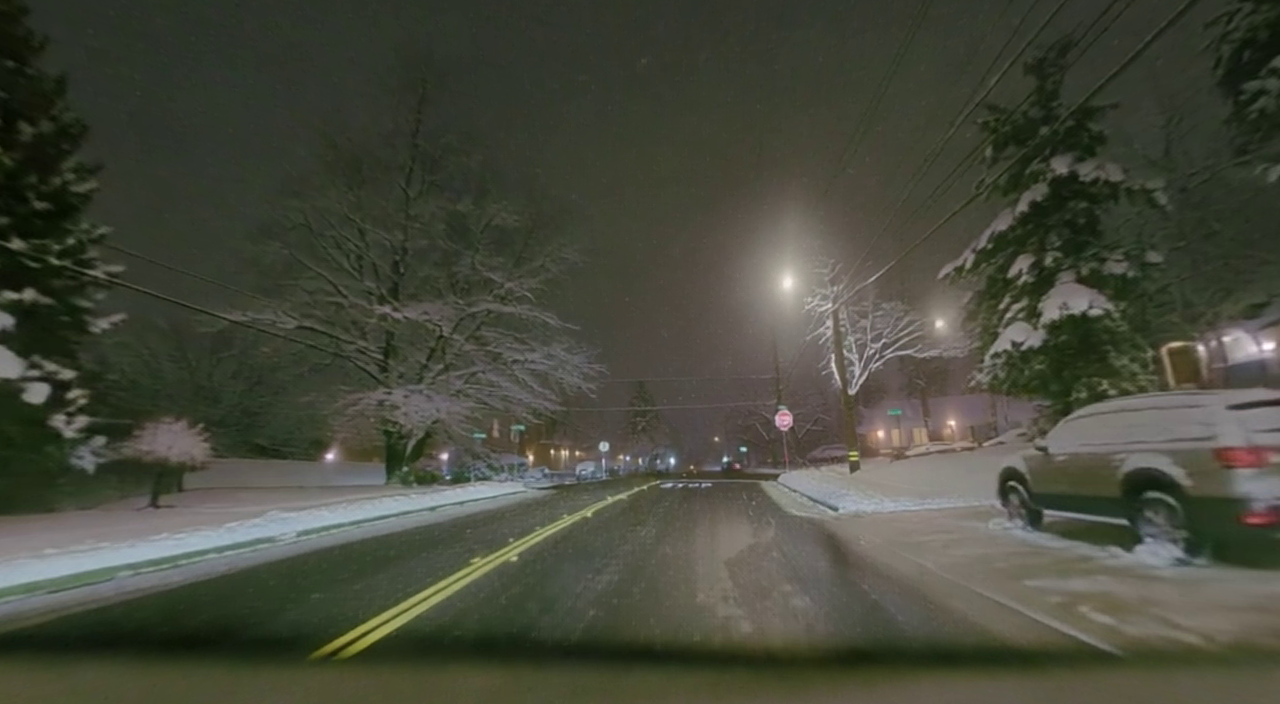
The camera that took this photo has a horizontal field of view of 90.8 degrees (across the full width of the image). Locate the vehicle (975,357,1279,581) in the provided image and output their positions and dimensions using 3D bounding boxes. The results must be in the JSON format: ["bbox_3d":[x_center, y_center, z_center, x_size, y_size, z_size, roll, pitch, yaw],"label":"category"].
[{"bbox_3d":[6.489,1.315,7.670,2.163,1.885,4.804,-1,-8,0],"label":"vehicle"}]

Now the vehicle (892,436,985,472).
[{"bbox_3d":[19.219,6.606,40.728,4.788,1.875,2.148,0,-19,-9],"label":"vehicle"}]

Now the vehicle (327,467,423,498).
[{"bbox_3d":[-14.199,6.997,33.957,4.320,1.443,1.867,0,-8,-2],"label":"vehicle"}]
